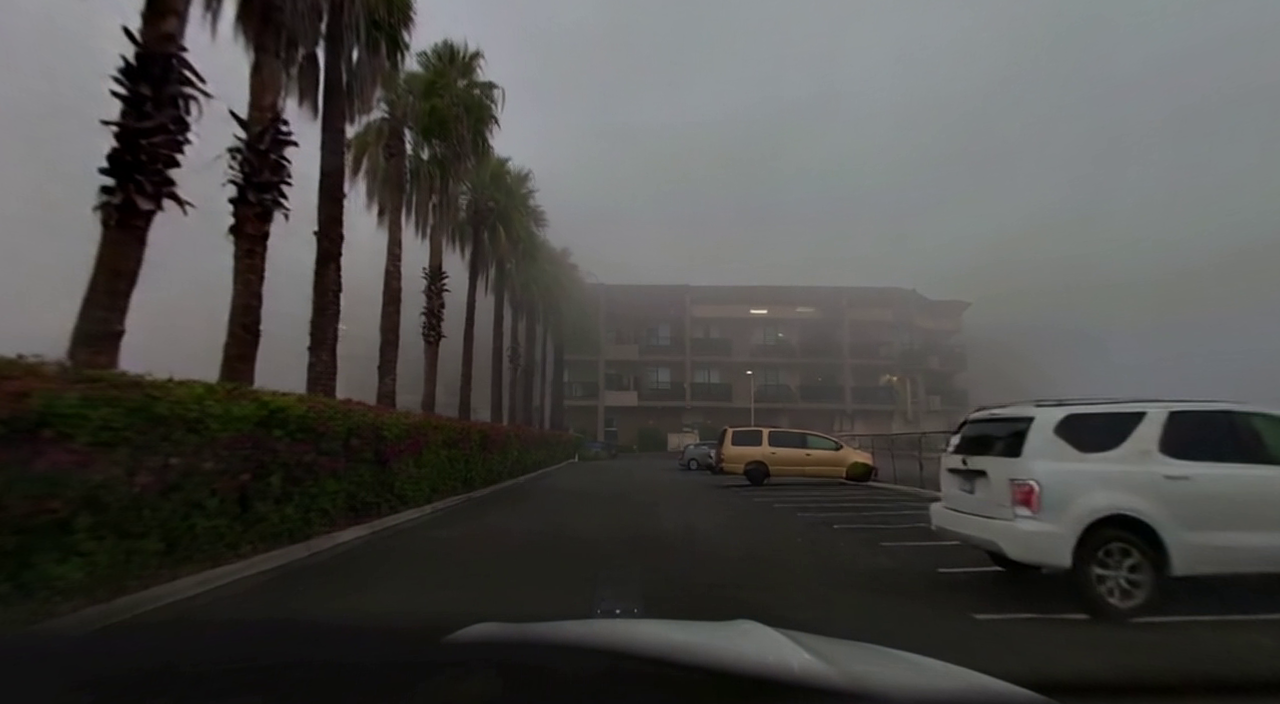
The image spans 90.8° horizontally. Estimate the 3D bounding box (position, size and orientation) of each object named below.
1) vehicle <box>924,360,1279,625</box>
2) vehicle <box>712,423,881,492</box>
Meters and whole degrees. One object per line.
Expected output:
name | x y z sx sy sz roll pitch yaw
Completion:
vehicle | 5.341 1.219 5.642 4.691 1.877 1.959 2 -9 4
vehicle | 4.642 3.177 19.160 4.609 1.734 1.909 3 -8 0
